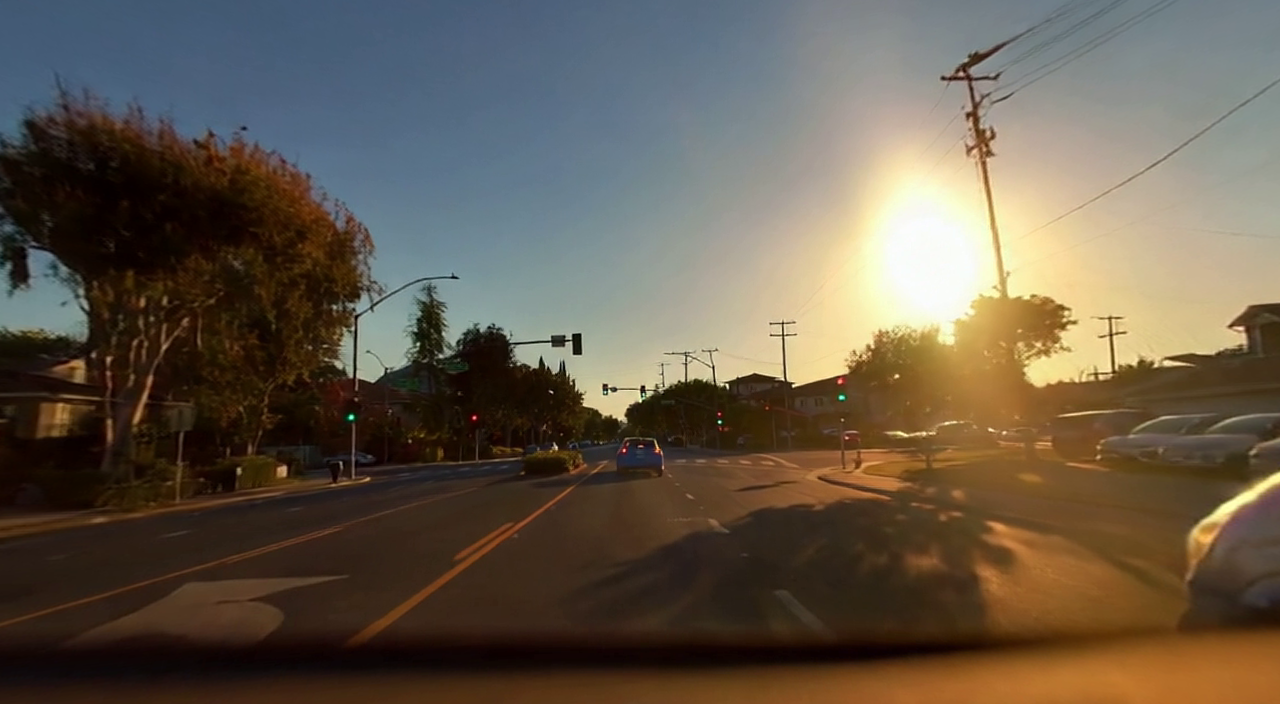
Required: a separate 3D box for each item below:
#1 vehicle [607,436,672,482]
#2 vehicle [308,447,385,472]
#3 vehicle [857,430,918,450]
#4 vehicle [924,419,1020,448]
[{"bbox_3d":[-0.006,3.753,22.461,2.104,1.462,3.991,0,-9,0],"label":"vehicle"},{"bbox_3d":[-20.974,7.714,45.288,4.588,1.703,1.879,0,-9,1],"label":"vehicle"},{"bbox_3d":[18.841,6.743,48.212,3.949,1.505,1.766,0,-9,1],"label":"vehicle"},{"bbox_3d":[25.410,6.293,48.516,6.041,1.900,2.349,-1,-9,-6],"label":"vehicle"}]
